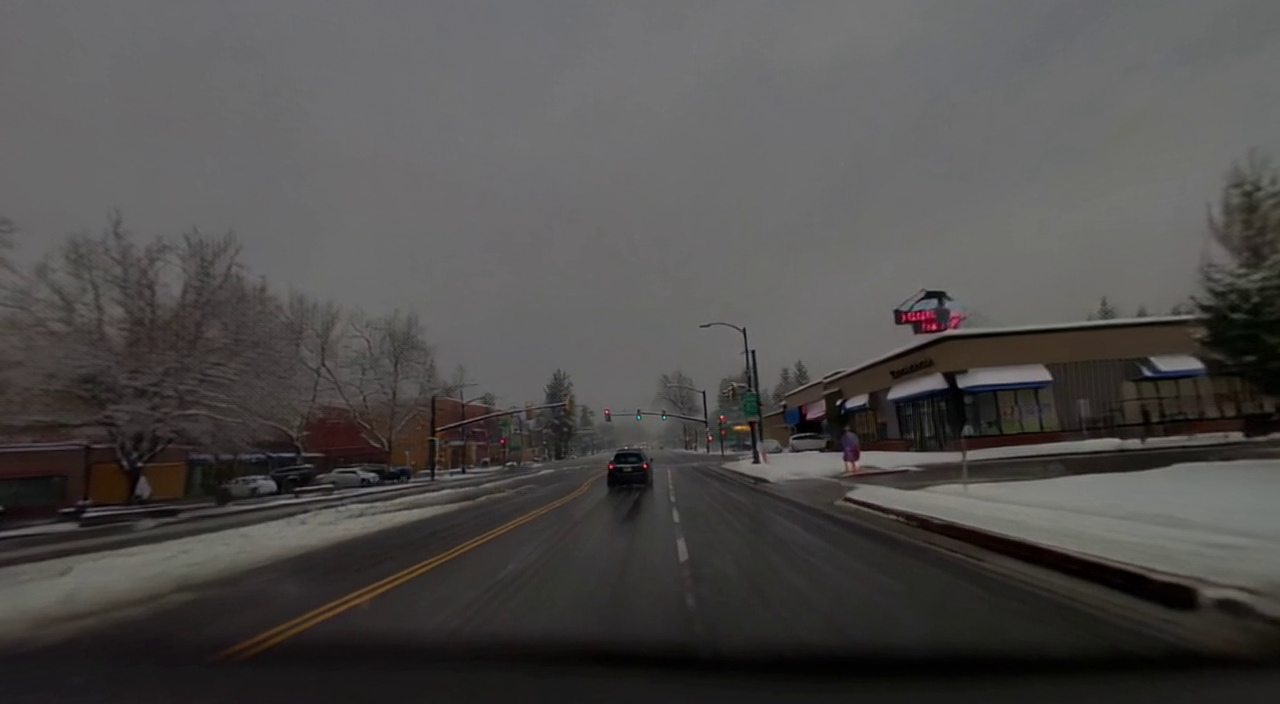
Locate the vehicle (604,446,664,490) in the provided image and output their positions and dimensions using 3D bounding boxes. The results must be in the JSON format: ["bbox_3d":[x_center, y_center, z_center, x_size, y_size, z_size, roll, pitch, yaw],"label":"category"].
[{"bbox_3d":[-0.128,4.246,23.495,1.977,1.451,4.032,-1,-8,3],"label":"vehicle"}]

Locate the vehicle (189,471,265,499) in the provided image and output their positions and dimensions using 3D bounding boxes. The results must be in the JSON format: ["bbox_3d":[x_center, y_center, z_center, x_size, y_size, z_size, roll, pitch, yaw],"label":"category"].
[{"bbox_3d":[-29.419,9.419,45.006,4.261,1.756,1.915,6,-11,-38],"label":"vehicle"}]

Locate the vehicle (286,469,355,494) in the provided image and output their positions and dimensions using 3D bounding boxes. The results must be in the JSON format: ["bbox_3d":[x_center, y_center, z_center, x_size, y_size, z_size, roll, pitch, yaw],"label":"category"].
[{"bbox_3d":[-24.085,9.719,47.680,4.310,1.663,1.881,6,-10,-34],"label":"vehicle"}]
